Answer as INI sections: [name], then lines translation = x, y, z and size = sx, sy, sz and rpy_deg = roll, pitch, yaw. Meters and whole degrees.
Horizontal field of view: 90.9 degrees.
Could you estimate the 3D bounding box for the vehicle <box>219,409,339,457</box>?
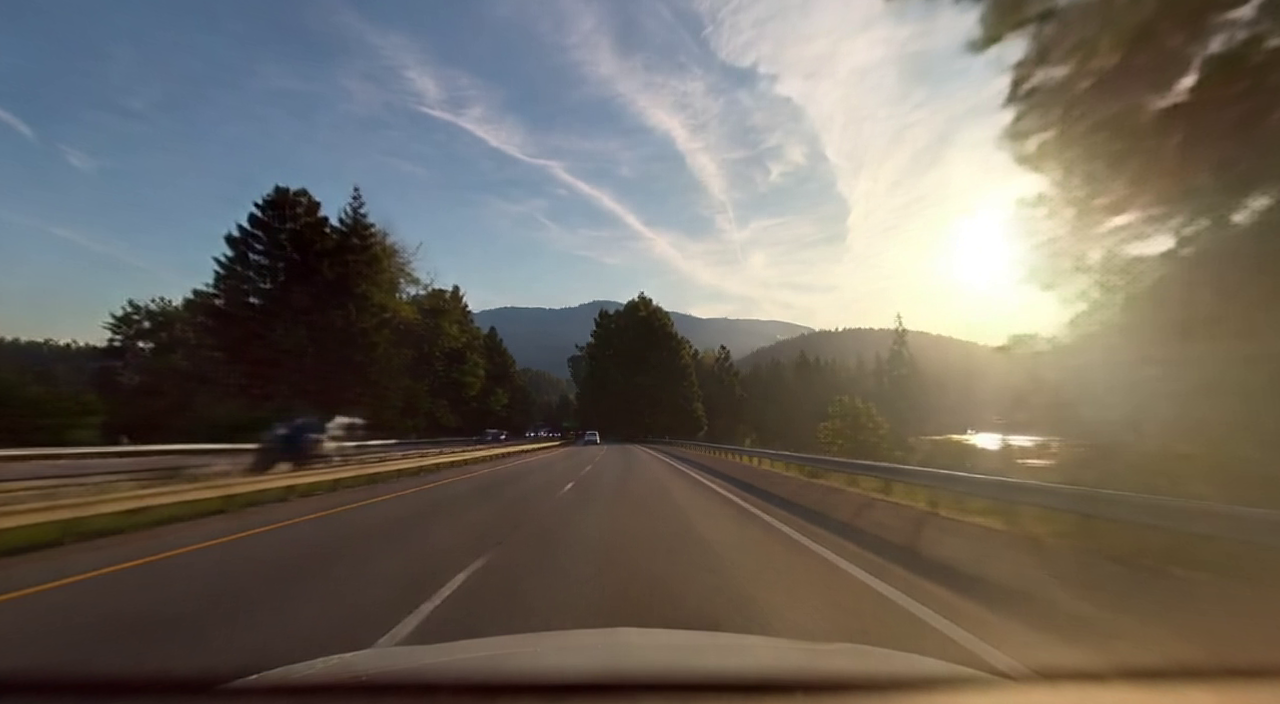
[vehicle]
translation = -13.425, 3.090, 23.839
size = 1.920, 1.636, 4.632
rpy_deg = 0, -8, -2
